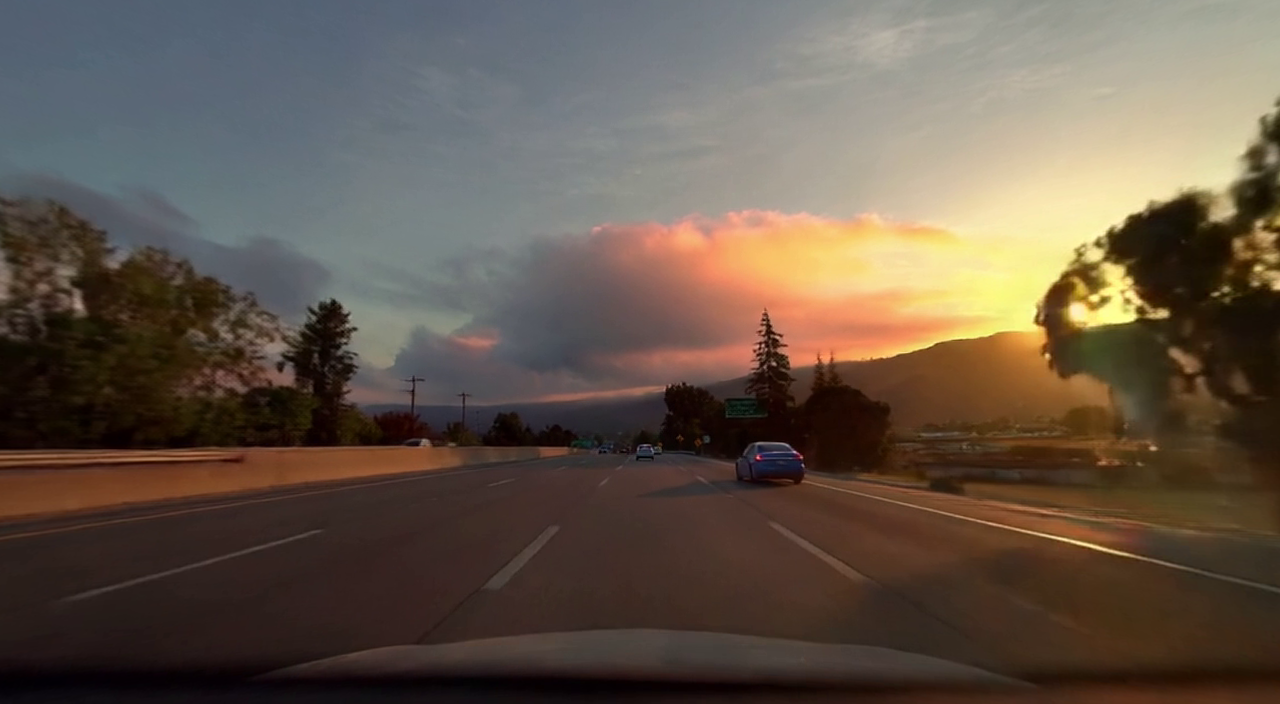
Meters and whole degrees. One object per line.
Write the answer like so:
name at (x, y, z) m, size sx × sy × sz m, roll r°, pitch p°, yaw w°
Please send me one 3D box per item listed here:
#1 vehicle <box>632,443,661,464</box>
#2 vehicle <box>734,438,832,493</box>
vehicle at (0.436, 7.363, 45.600) m, size 2.052 × 1.449 × 3.857 m, roll 1°, pitch -8°, yaw 0°
vehicle at (4.383, 3.547, 20.061) m, size 2.008 × 1.524 × 4.598 m, roll 1°, pitch -8°, yaw 0°
